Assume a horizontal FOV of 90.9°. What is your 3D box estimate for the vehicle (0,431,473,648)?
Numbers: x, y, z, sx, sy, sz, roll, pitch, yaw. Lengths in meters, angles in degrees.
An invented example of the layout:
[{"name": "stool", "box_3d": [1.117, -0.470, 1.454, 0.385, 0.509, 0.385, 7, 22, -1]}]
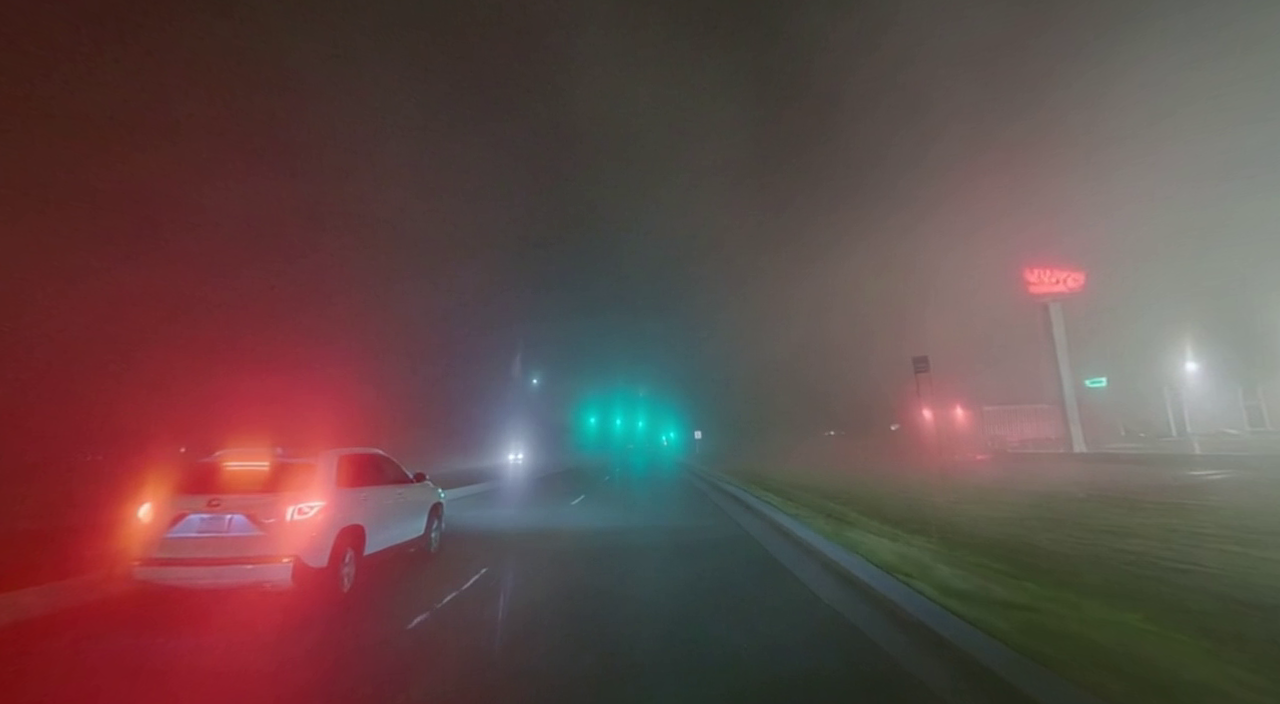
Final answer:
[{"name": "vehicle", "box_3d": [-3.459, 1.648, 6.766, 1.972, 1.490, 4.591, 0, -8, 2]}]
